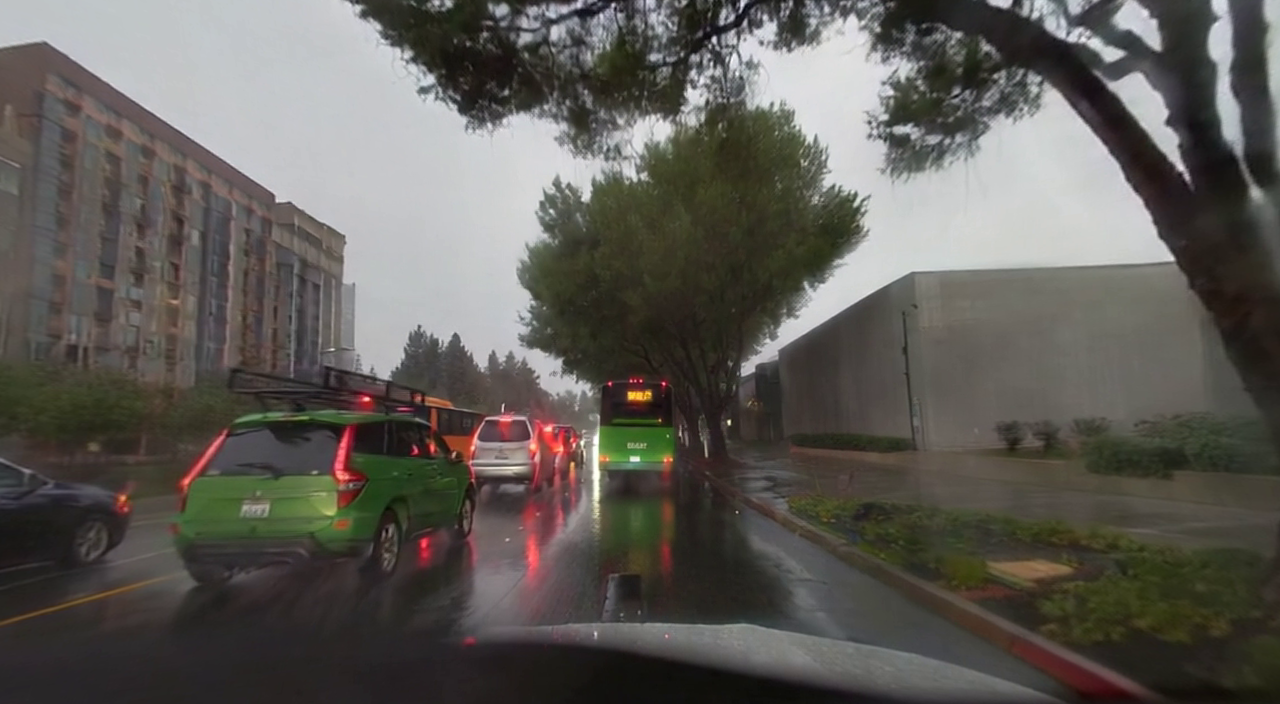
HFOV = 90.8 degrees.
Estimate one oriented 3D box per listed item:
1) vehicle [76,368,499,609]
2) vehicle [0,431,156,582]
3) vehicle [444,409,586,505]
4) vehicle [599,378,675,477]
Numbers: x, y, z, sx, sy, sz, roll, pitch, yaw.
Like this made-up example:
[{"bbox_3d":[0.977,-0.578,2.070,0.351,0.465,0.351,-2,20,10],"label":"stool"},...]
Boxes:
[{"bbox_3d":[-3.346,1.453,7.573,2.095,1.892,5.043,0,-9,1],"label":"vehicle"},{"bbox_3d":[-7.298,1.477,5.932,1.986,1.473,4.465,0,-9,-1],"label":"vehicle"},{"bbox_3d":[-3.035,2.779,17.045,2.546,2.125,5.869,0,-9,1],"label":"vehicle"},{"bbox_3d":[-0.081,3.879,31.021,2.970,3.857,12.200,0,-9,0],"label":"vehicle"}]
